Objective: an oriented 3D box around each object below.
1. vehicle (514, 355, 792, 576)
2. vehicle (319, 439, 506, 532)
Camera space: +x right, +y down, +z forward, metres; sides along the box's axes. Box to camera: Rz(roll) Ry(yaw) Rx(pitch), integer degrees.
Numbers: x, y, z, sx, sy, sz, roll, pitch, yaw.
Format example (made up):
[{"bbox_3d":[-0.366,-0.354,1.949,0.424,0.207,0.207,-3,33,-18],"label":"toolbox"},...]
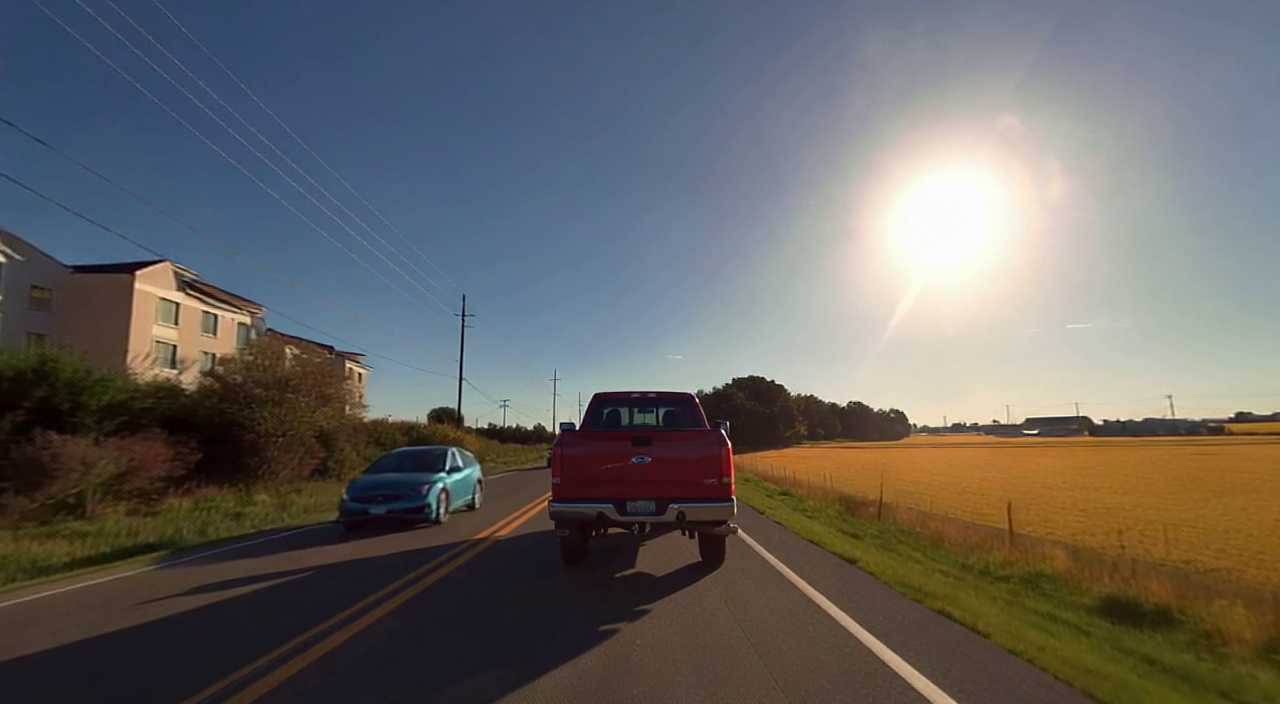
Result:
[{"bbox_3d":[0.041,1.724,10.386,2.912,2.320,7.292,0,-8,-2],"label":"vehicle"},{"bbox_3d":[-4.093,2.464,12.292,2.014,1.459,4.349,0,-8,0],"label":"vehicle"}]
